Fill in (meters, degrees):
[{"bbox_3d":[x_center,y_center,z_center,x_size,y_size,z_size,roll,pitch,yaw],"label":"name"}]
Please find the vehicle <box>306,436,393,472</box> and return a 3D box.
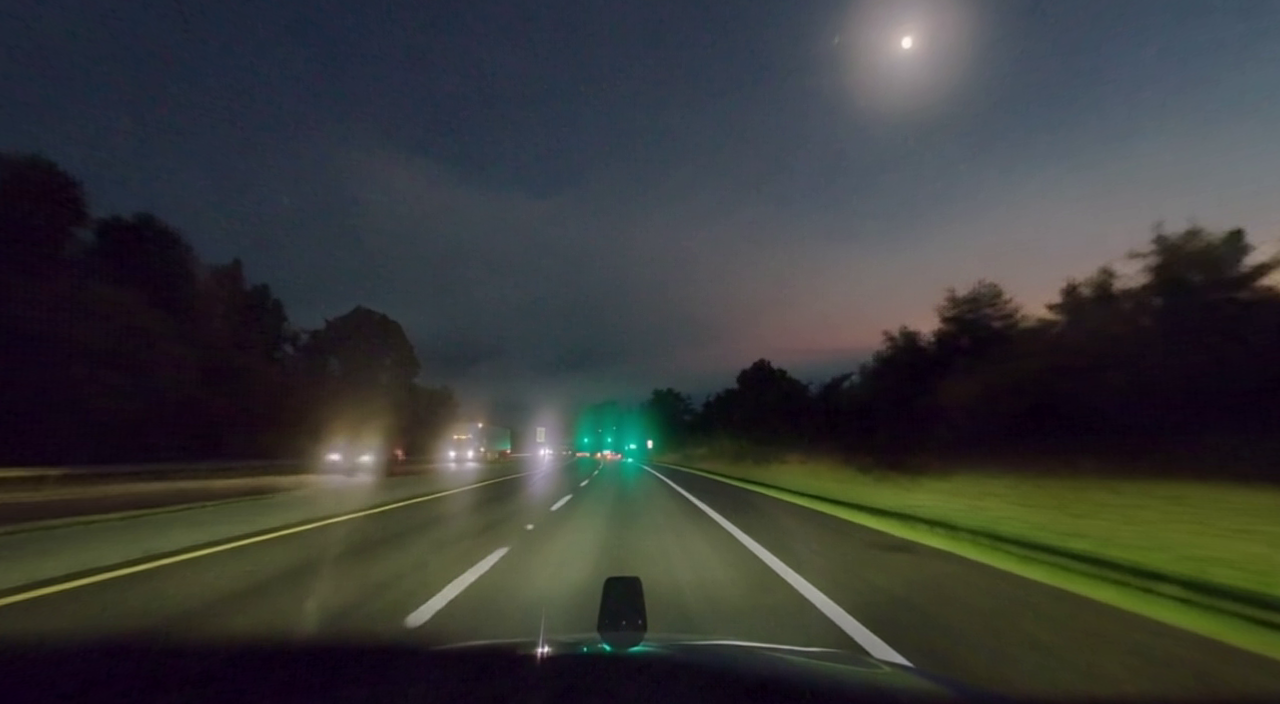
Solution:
[{"bbox_3d":[-12.565,4.464,27.570,1.936,1.433,4.003,0,-9,-1],"label":"vehicle"}]
